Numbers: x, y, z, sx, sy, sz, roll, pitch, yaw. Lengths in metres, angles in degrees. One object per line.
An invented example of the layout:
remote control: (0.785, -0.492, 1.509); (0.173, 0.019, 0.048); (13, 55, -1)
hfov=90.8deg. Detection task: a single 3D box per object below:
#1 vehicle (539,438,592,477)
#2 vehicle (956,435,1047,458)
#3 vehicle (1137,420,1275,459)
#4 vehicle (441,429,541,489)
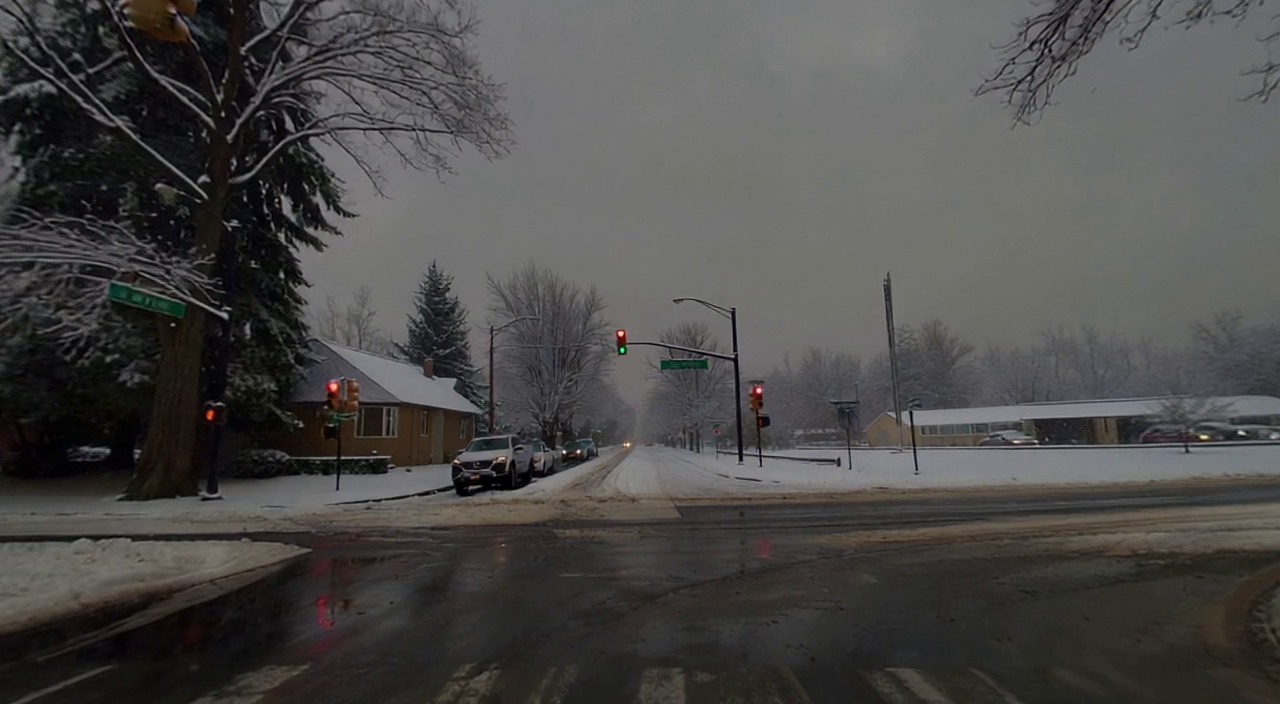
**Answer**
vehicle: (-3.660, 5.282, 31.906); (2.120, 1.783, 4.788); (0, -9, 0)
vehicle: (24.999, 6.555, 43.838); (5.172, 1.515, 1.851); (0, -9, -2)
vehicle: (33.256, 5.166, 37.247); (5.969, 2.149, 2.331); (0, -9, -3)
vehicle: (-6.500, 4.806, 28.763); (2.896, 2.339, 7.322); (0, -9, -1)
